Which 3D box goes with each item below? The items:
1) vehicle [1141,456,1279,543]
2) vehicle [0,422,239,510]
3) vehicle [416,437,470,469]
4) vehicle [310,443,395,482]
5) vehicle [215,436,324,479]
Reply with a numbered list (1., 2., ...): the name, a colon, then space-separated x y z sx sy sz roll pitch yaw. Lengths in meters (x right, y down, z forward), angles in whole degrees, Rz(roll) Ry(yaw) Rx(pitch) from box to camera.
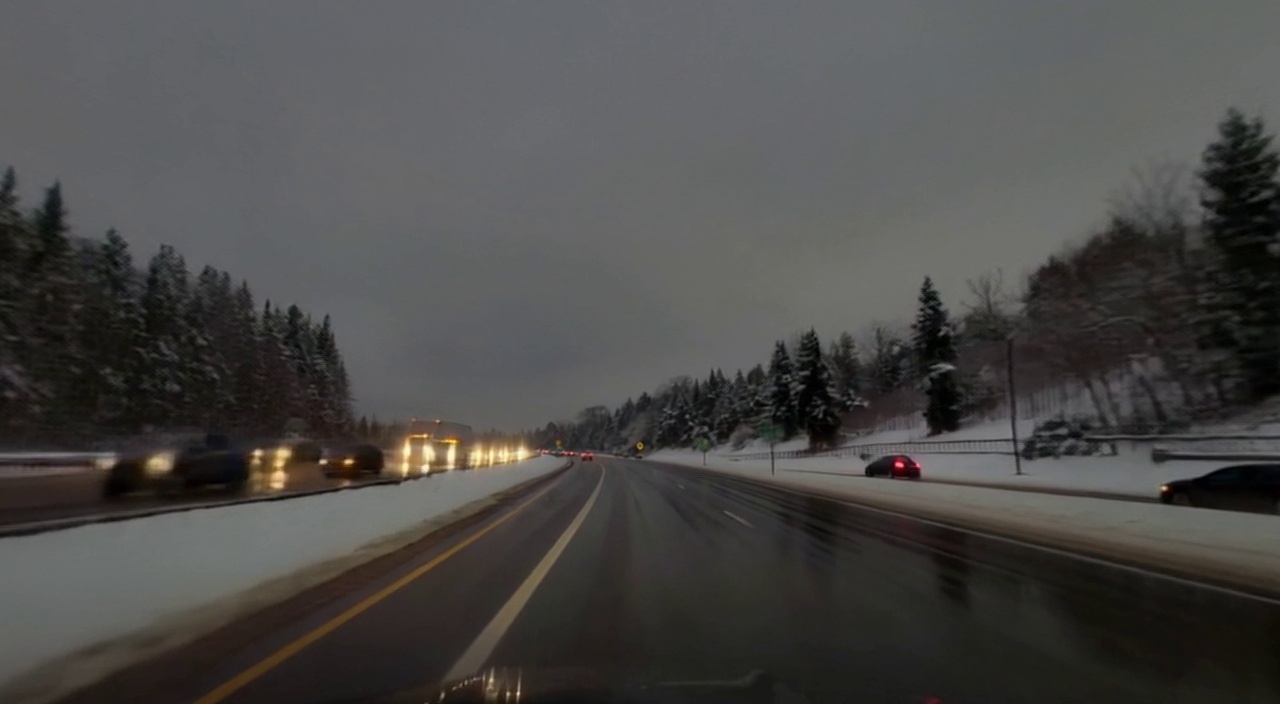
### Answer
1. vehicle: 12.618 2.817 12.125 1.941 1.536 4.585 0 -9 -1
2. vehicle: -10.950 2.407 13.561 1.924 1.579 4.165 0 -9 -3
3. vehicle: -13.173 6.831 42.329 2.195 1.976 5.455 0 -9 -4
4. vehicle: -11.601 4.488 25.614 1.817 1.455 3.867 0 -9 -3
5. vehicle: -16.549 4.746 28.378 2.172 1.731 4.901 0 -9 -4
